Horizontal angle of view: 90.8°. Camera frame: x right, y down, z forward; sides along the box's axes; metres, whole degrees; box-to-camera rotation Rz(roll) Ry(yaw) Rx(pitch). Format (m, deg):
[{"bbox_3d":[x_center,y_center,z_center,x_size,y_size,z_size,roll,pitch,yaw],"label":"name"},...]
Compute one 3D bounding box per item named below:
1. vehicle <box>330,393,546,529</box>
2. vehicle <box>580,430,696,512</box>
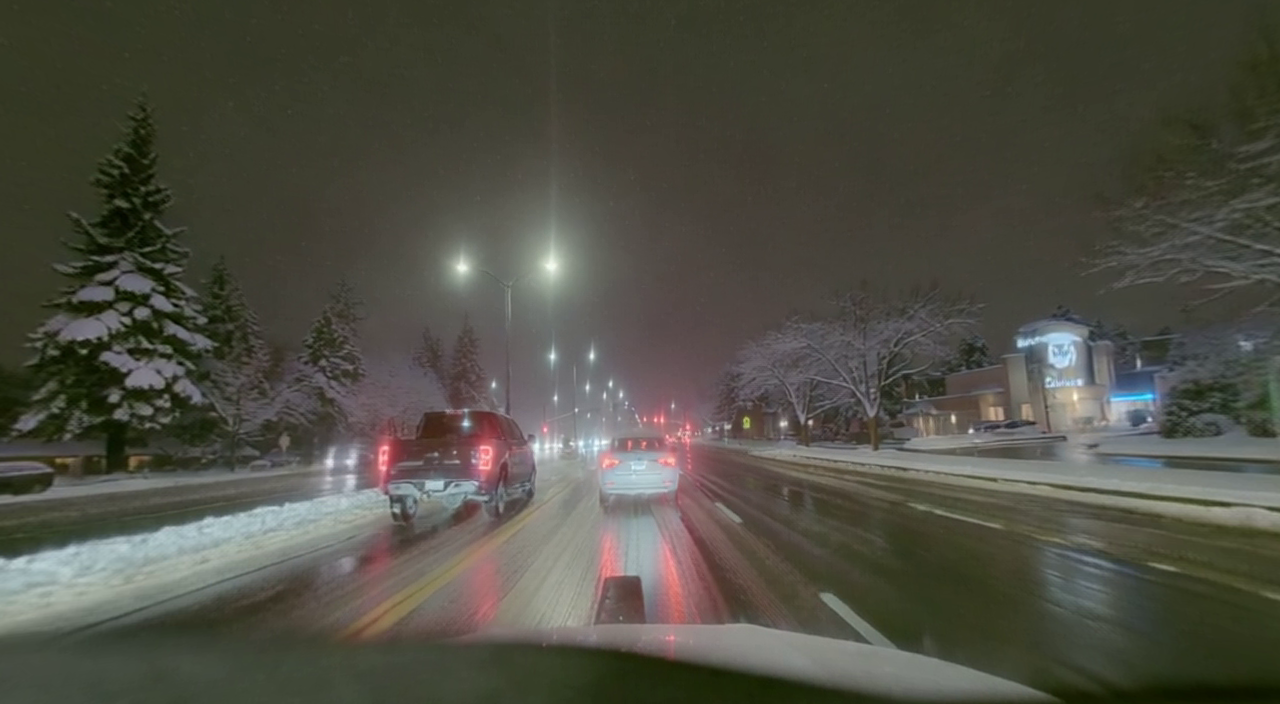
[{"bbox_3d":[-3.394,2.013,12.152,2.301,1.985,5.531,0,-8,0],"label":"vehicle"},{"bbox_3d":[-0.094,2.472,13.591,2.126,1.475,3.967,0,-8,-2],"label":"vehicle"}]
